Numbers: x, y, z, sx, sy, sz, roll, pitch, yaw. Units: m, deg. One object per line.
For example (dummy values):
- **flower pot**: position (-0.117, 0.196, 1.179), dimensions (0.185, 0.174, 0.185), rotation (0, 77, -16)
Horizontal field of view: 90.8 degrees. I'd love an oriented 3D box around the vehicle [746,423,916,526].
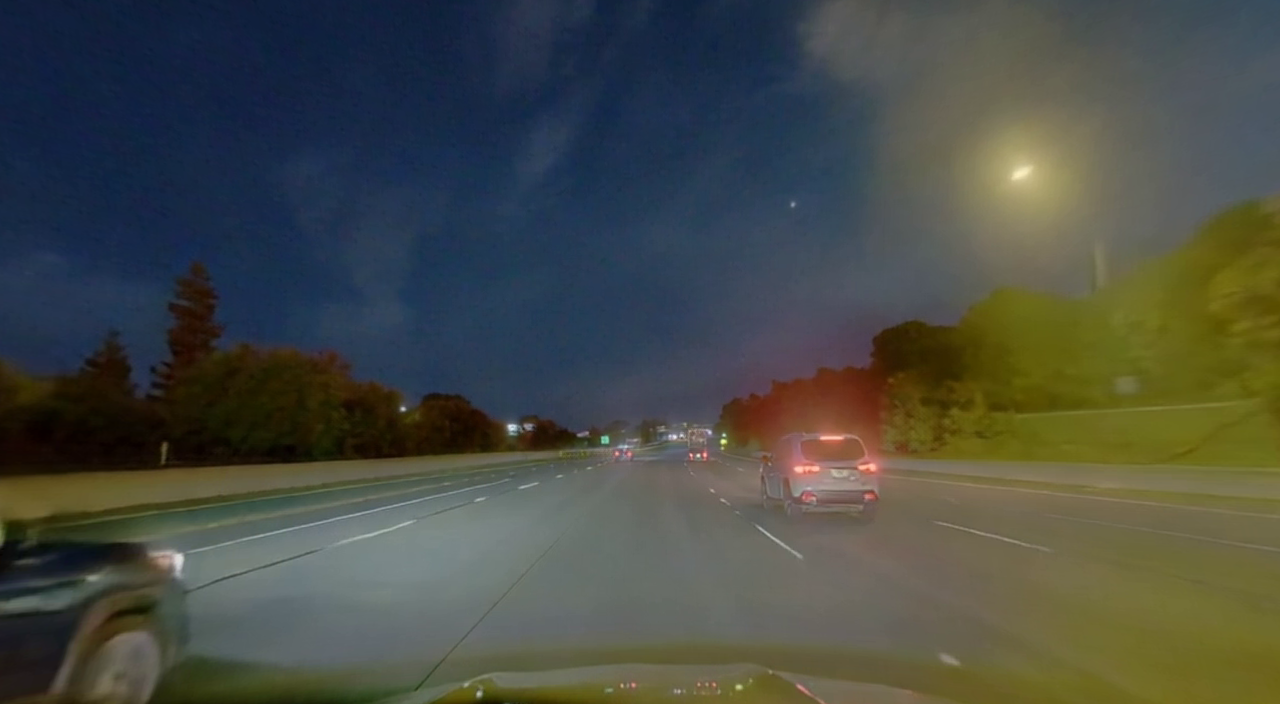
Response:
- **vehicle**: position (3.643, 2.432, 13.053), dimensions (2.075, 1.743, 4.410), rotation (0, -9, -1)
